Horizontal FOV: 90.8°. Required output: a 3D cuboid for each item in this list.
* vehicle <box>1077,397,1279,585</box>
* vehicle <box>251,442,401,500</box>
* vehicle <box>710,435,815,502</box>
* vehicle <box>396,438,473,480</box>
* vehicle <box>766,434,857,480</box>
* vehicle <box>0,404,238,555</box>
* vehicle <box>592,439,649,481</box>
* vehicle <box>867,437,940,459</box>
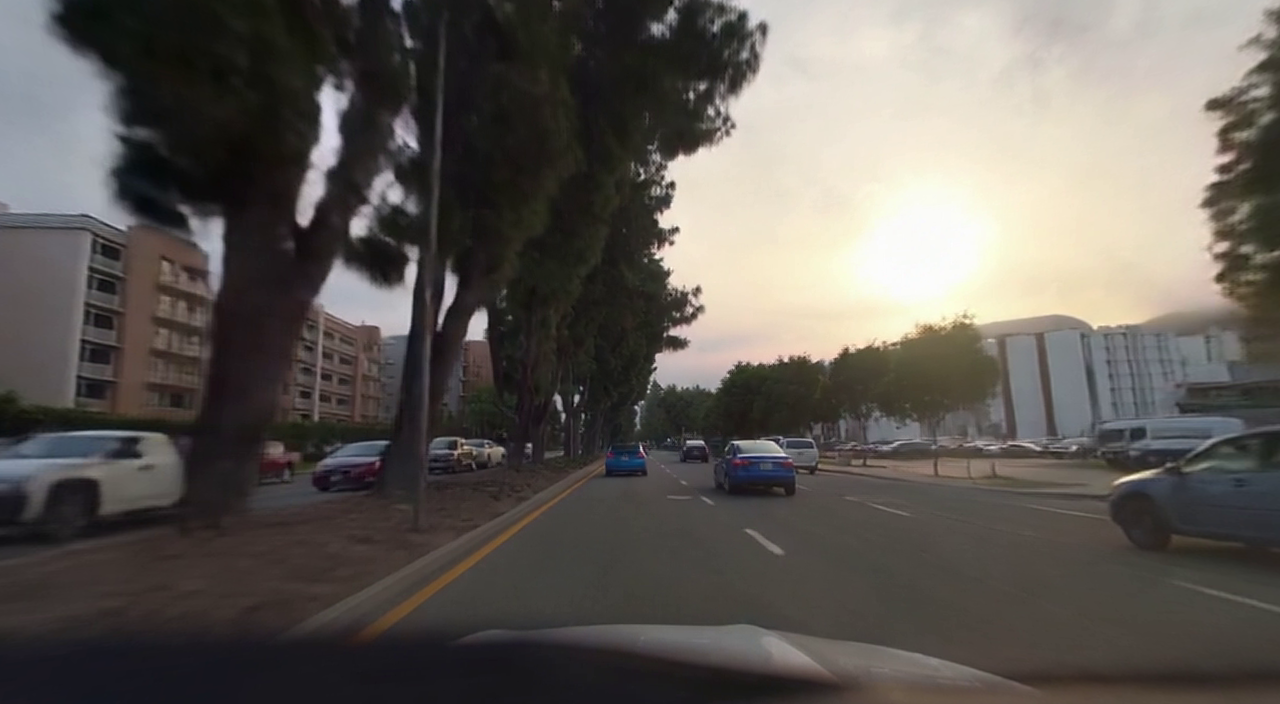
[{"bbox_3d":[7.354,1.368,6.274,2.224,1.815,5.192,0,-9,-1],"label":"vehicle"},{"bbox_3d":[-9.082,3.455,18.853,2.148,1.473,4.709,0,-9,-1],"label":"vehicle"},{"bbox_3d":[3.000,2.943,16.317,1.852,1.498,3.825,0,-9,-2],"label":"vehicle"},{"bbox_3d":[-9.068,4.729,28.279,2.019,1.668,4.433,-1,-8,0],"label":"vehicle"},{"bbox_3d":[7.229,4.490,27.361,2.224,1.772,5.325,0,-9,-2],"label":"vehicle"},{"bbox_3d":[-9.003,1.937,10.152,2.043,1.860,4.656,-1,-8,-1],"label":"vehicle"},{"bbox_3d":[-0.700,4.099,24.151,1.994,1.479,3.647,0,-9,-1],"label":"vehicle"},{"bbox_3d":[20.534,7.495,49.340,4.697,1.691,2.106,0,-9,-1],"label":"vehicle"}]
